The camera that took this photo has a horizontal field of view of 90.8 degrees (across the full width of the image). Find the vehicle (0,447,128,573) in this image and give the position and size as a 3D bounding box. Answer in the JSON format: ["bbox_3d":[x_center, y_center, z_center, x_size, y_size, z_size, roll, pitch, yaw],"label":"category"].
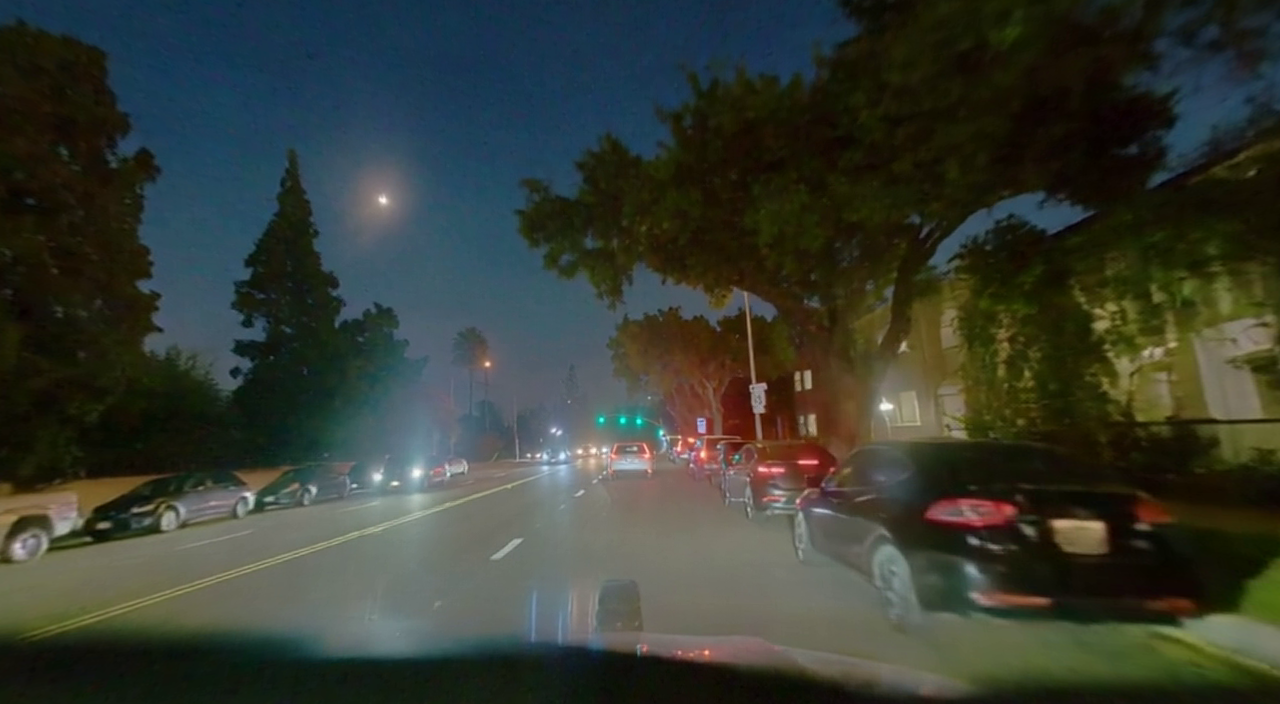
[{"bbox_3d":[-12.125,2.809,10.485,2.249,2.093,6.297,-6,-7,-2],"label":"vehicle"}]

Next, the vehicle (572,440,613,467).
[{"bbox_3d":[-2.831,6.101,38.330,2.117,1.528,4.277,0,-8,0],"label":"vehicle"}]

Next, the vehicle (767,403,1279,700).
[{"bbox_3d":[2.647,1.383,5.720,2.079,1.552,4.642,0,-8,1],"label":"vehicle"}]

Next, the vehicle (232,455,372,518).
[{"bbox_3d":[-12.032,4.756,22.991,2.076,1.600,5.382,-8,-8,0],"label":"vehicle"}]

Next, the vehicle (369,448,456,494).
[{"bbox_3d":[-8.994,4.703,25.425,1.918,1.648,4.163,0,-8,0],"label":"vehicle"}]

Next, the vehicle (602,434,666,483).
[{"bbox_3d":[-0.166,3.716,22.361,2.041,1.575,4.304,0,-8,0],"label":"vehicle"}]

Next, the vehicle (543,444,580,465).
[{"bbox_3d":[-5.796,7.611,47.052,1.987,1.478,4.693,0,-8,2],"label":"vehicle"}]

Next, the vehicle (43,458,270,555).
[{"bbox_3d":[-12.226,3.863,16.599,1.979,1.815,5.139,-5,-8,0],"label":"vehicle"}]
